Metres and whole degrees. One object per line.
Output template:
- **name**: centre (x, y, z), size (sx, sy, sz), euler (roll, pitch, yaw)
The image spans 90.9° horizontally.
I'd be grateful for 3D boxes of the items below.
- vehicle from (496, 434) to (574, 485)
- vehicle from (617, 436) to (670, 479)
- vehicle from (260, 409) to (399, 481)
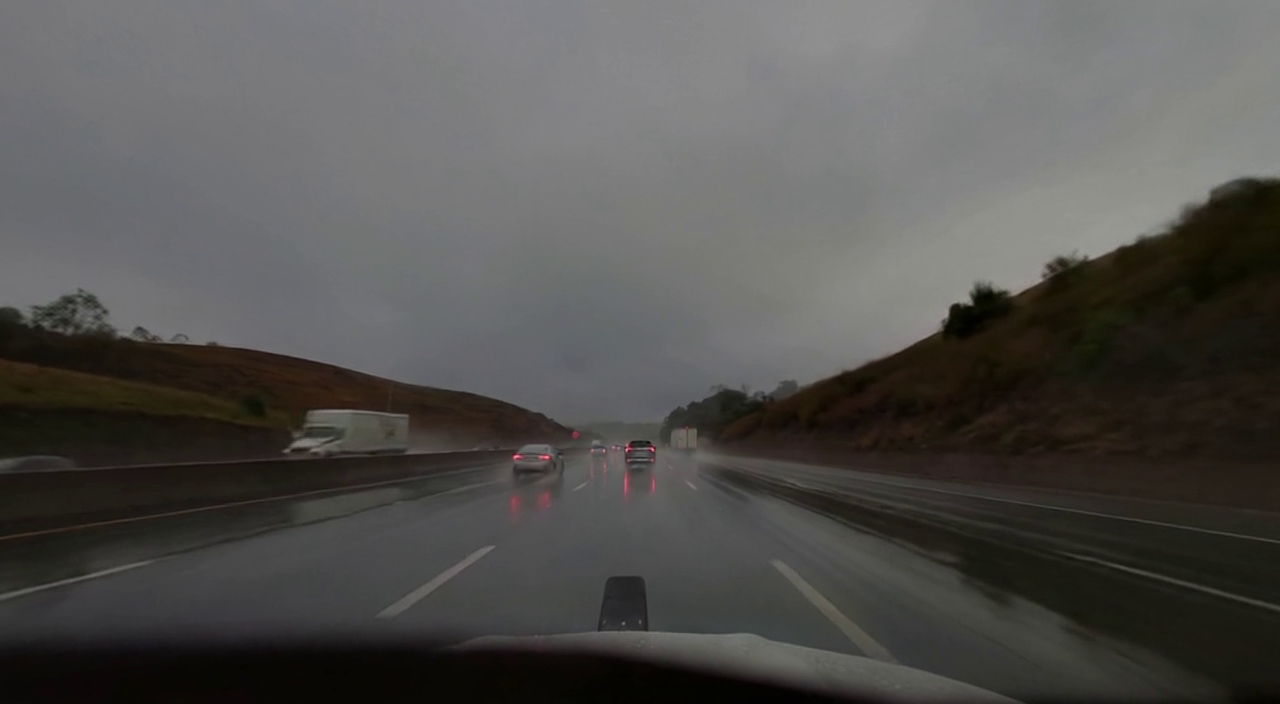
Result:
- **vehicle**: centre (-3.752, 3.921, 23.255), size (2.076, 1.690, 4.113), euler (0, -8, 1)
- **vehicle**: centre (0.128, 4.469, 27.045), size (2.086, 1.685, 4.206), euler (0, -8, 0)
- **vehicle**: centre (-12.869, 3.957, 26.894), size (2.460, 2.683, 6.610), euler (0, -8, 0)
